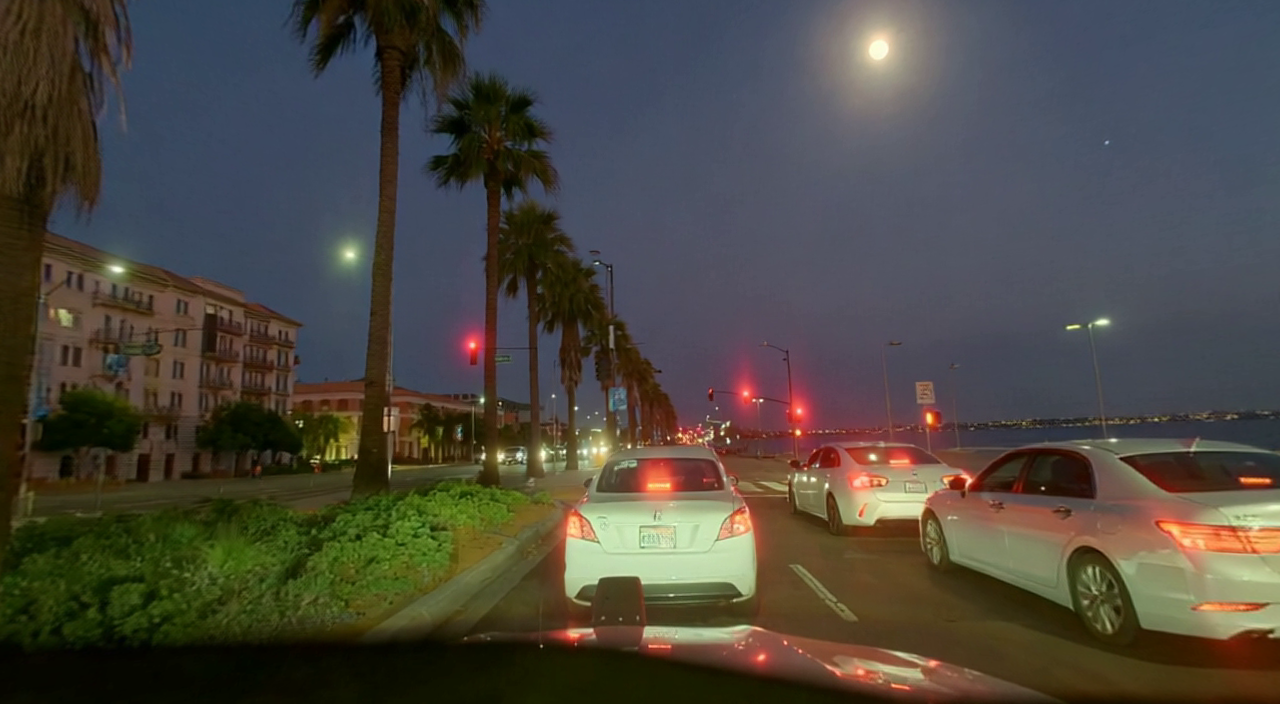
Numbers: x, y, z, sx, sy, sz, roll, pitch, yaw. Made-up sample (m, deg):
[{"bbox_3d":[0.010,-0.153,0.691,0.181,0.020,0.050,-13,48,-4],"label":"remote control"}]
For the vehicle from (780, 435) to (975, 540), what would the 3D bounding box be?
[{"bbox_3d":[3.896,2.285,11.320,1.920,1.490,4.417,-1,-9,2],"label":"vehicle"}]

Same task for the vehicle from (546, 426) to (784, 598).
[{"bbox_3d":[0.252,1.697,7.482,2.093,1.503,3.681,0,-9,1],"label":"vehicle"}]

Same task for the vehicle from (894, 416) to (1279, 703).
[{"bbox_3d":[3.918,1.359,5.090,1.913,1.469,4.425,0,-9,1],"label":"vehicle"}]
